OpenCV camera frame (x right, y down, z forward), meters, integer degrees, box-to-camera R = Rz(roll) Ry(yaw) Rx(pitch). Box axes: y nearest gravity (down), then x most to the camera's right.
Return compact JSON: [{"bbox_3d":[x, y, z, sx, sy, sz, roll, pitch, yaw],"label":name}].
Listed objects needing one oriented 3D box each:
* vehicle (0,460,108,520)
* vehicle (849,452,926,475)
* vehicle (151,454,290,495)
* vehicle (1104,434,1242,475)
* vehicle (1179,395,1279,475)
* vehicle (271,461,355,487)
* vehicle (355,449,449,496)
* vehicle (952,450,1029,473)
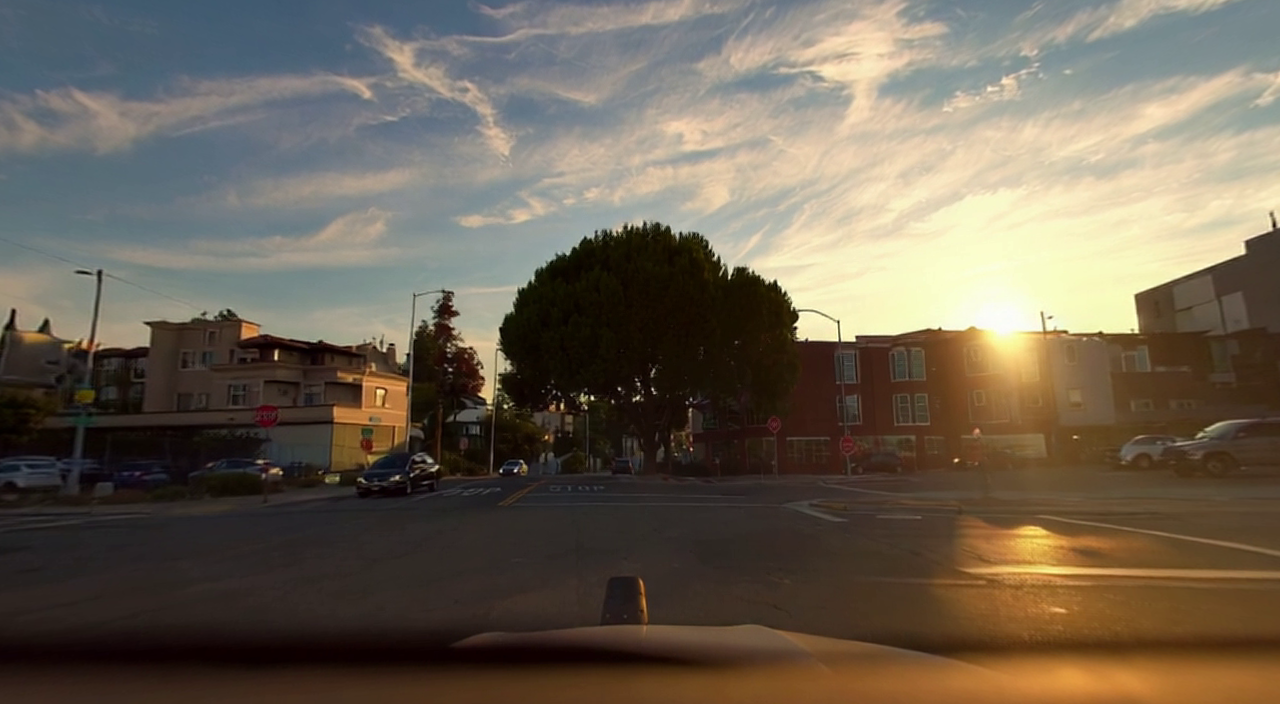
[{"bbox_3d":[-16.974,3.612,16.712,4.233,1.432,1.755,-1,-9,4],"label":"vehicle"},{"bbox_3d":[17.085,7.676,43.603,4.528,1.458,1.939,1,-7,-6],"label":"vehicle"},{"bbox_3d":[-18.363,5.315,27.832,2.010,1.583,4.582,-6,-11,33],"label":"vehicle"},{"bbox_3d":[28.253,5.416,33.530,5.277,2.032,2.408,1,-7,-5],"label":"vehicle"},{"bbox_3d":[32.579,4.024,30.577,10.986,3.604,2.707,1,-9,-7],"label":"vehicle"},{"bbox_3d":[-21.053,7.864,40.710,4.277,1.527,1.987,0,-9,-4],"label":"vehicle"},{"bbox_3d":[-9.199,4.658,24.882,2.156,1.620,4.945,0,-9,-5],"label":"vehicle"},{"bbox_3d":[24.534,7.642,44.178,4.323,1.507,1.896,1,-9,-5],"label":"vehicle"}]
